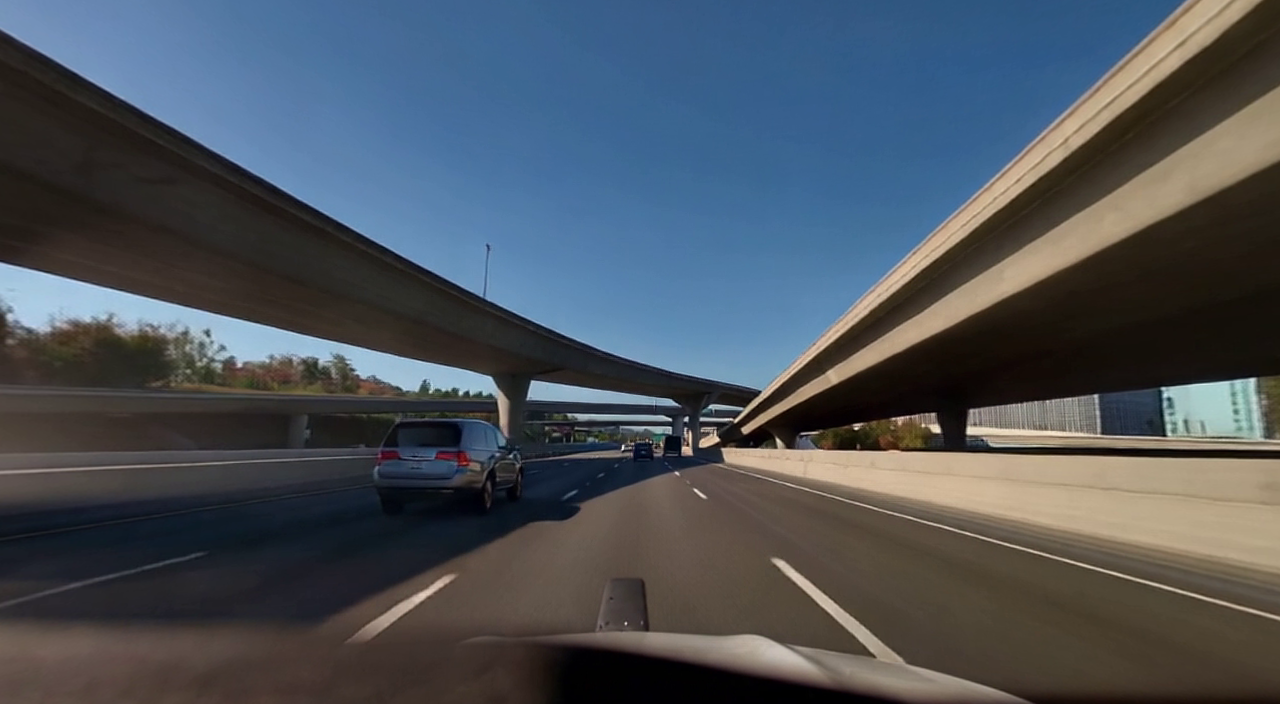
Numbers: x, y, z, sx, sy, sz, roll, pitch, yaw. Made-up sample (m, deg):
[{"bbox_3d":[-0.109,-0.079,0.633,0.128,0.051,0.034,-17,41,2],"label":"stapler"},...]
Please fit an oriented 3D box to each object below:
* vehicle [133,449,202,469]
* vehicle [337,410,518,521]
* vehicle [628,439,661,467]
[{"bbox_3d":[-36.360,8.236,48.662,1.877,1.461,4.378,0,-9,0],"label":"vehicle"},{"bbox_3d":[-4.188,2.344,13.501,2.147,1.918,4.834,0,-9,1],"label":"vehicle"},{"bbox_3d":[0.280,6.558,40.913,2.052,1.711,4.223,0,-9,0],"label":"vehicle"}]
